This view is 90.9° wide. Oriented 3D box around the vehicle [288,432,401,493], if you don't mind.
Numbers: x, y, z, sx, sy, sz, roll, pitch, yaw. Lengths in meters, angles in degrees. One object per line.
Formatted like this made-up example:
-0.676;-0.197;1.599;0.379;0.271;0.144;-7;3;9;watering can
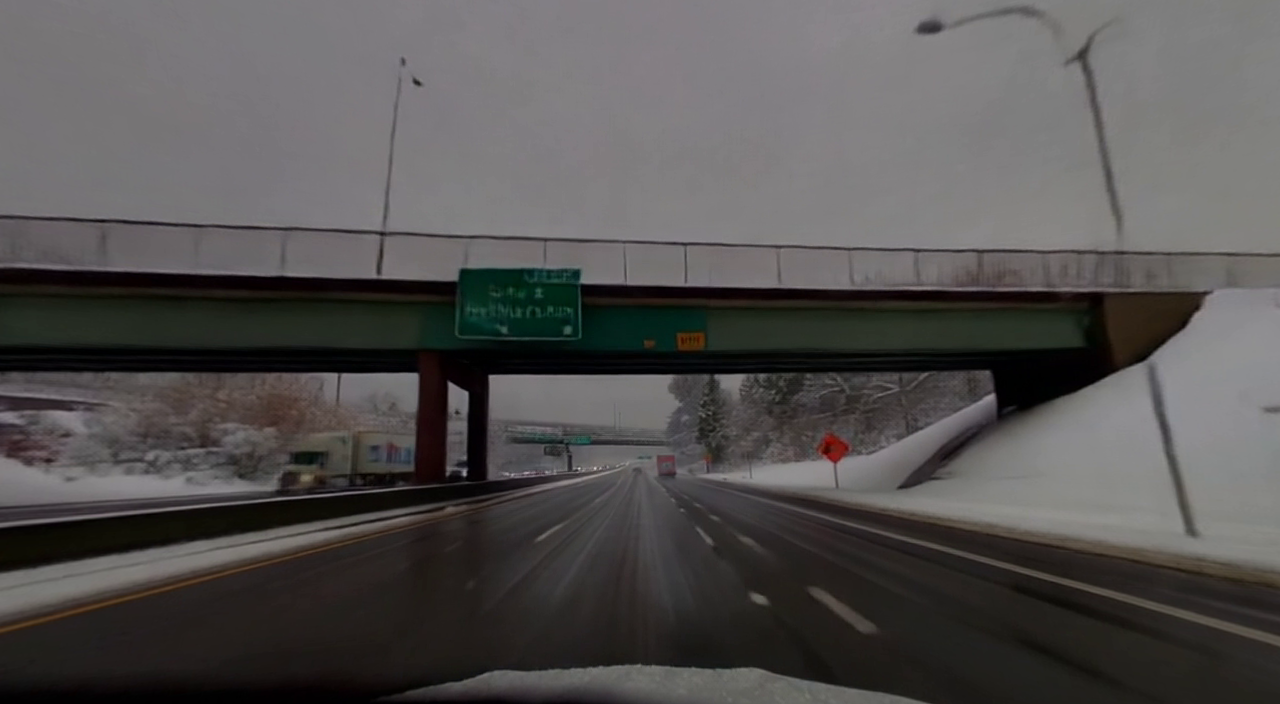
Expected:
-19.680;7.532;42.839;2.909;3.656;9.268;1;-10;1;vehicle
